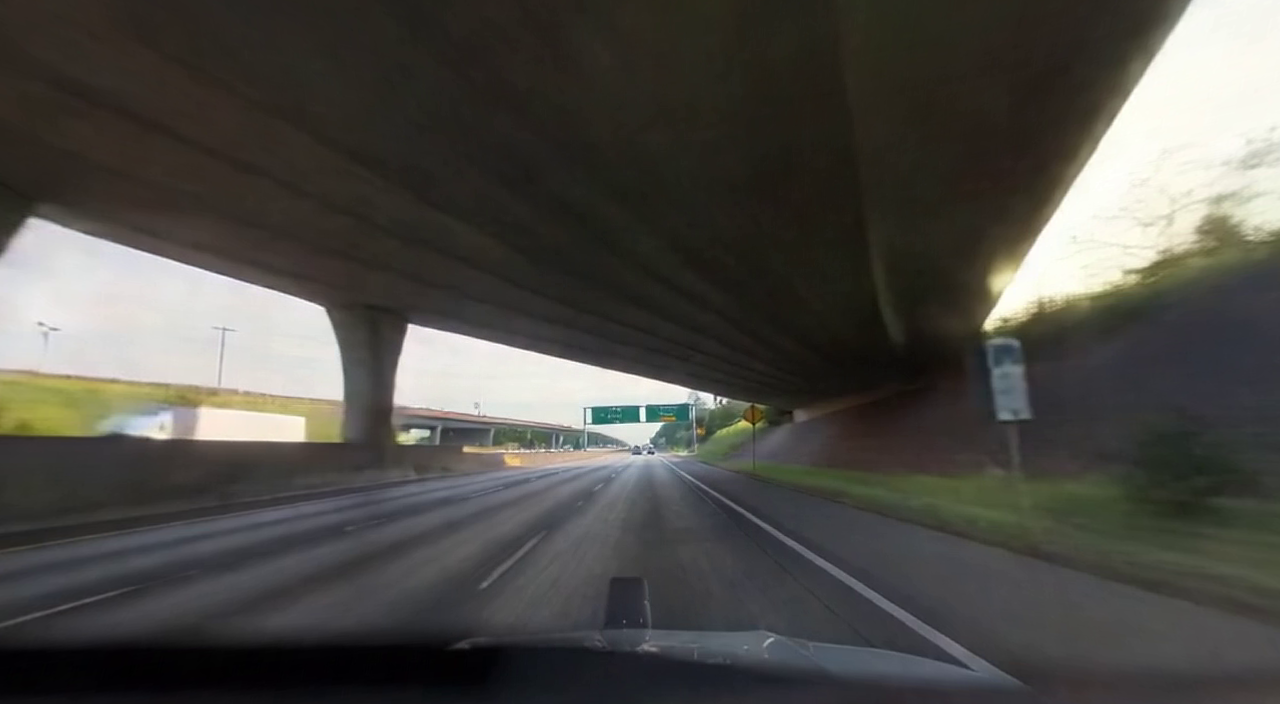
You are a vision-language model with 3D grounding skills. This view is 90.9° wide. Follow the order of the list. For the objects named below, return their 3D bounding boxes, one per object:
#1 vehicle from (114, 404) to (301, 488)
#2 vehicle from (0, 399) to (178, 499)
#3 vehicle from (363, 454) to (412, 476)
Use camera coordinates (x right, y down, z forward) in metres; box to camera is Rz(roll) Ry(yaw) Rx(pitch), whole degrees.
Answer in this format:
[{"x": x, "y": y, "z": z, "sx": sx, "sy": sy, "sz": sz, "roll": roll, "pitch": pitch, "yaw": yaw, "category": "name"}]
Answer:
[{"x": -22.853, "y": 5.139, "z": 34.372, "sx": 2.774, "sy": 3.852, "sz": 10.034, "roll": 0, "pitch": -9, "yaw": 1, "category": "vehicle"}, {"x": -22.918, "y": 4.014, "z": 26.063, "sx": 2.890, "sy": 3.621, "sz": 5.939, "roll": 0, "pitch": -9, "yaw": 0, "category": "vehicle"}, {"x": -18.504, "y": 8.294, "z": 46.368, "sx": 1.824, "sy": 1.451, "sz": 4.072, "roll": 0, "pitch": -9, "yaw": 1, "category": "vehicle"}]
